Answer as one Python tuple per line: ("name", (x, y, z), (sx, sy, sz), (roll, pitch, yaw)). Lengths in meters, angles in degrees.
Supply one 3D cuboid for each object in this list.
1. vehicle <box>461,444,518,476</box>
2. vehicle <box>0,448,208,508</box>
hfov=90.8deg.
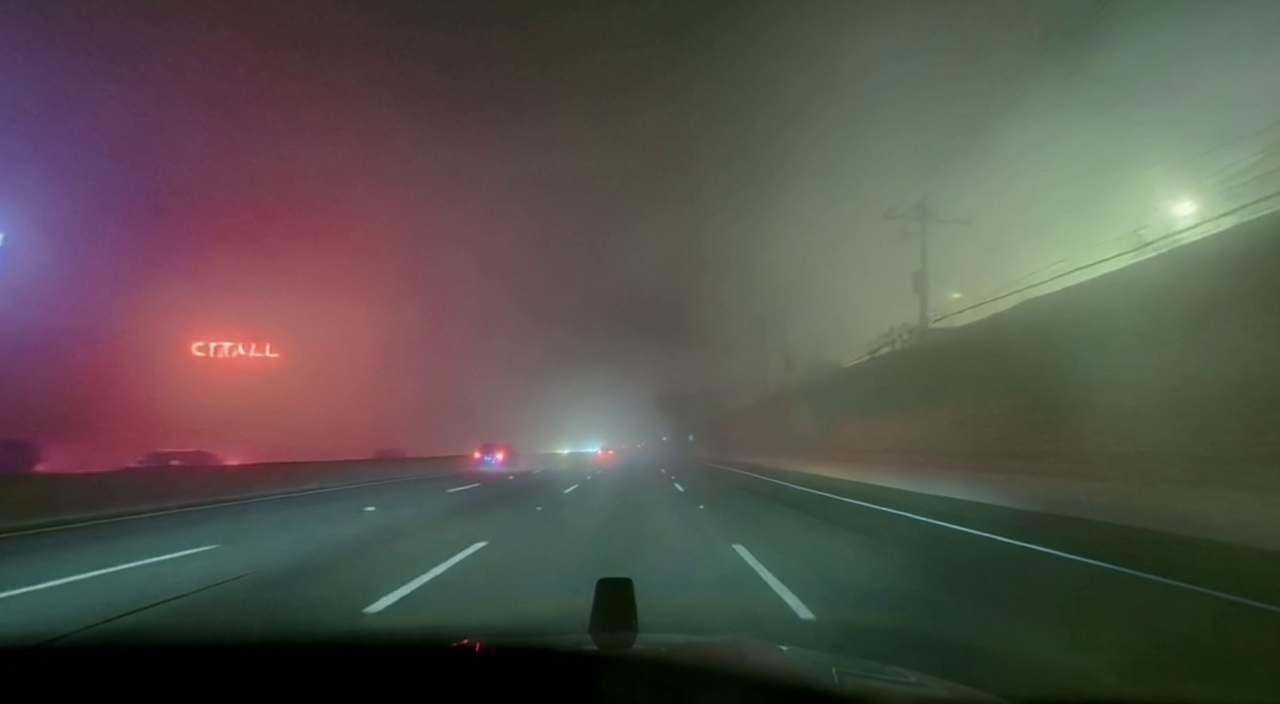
("vehicle", (-7.868, 5.647, 33.406), (2.013, 1.574, 3.923), (0, -8, 0))
("vehicle", (-14.928, 3.487, 18.019), (1.886, 1.455, 4.584), (0, -8, 1))
